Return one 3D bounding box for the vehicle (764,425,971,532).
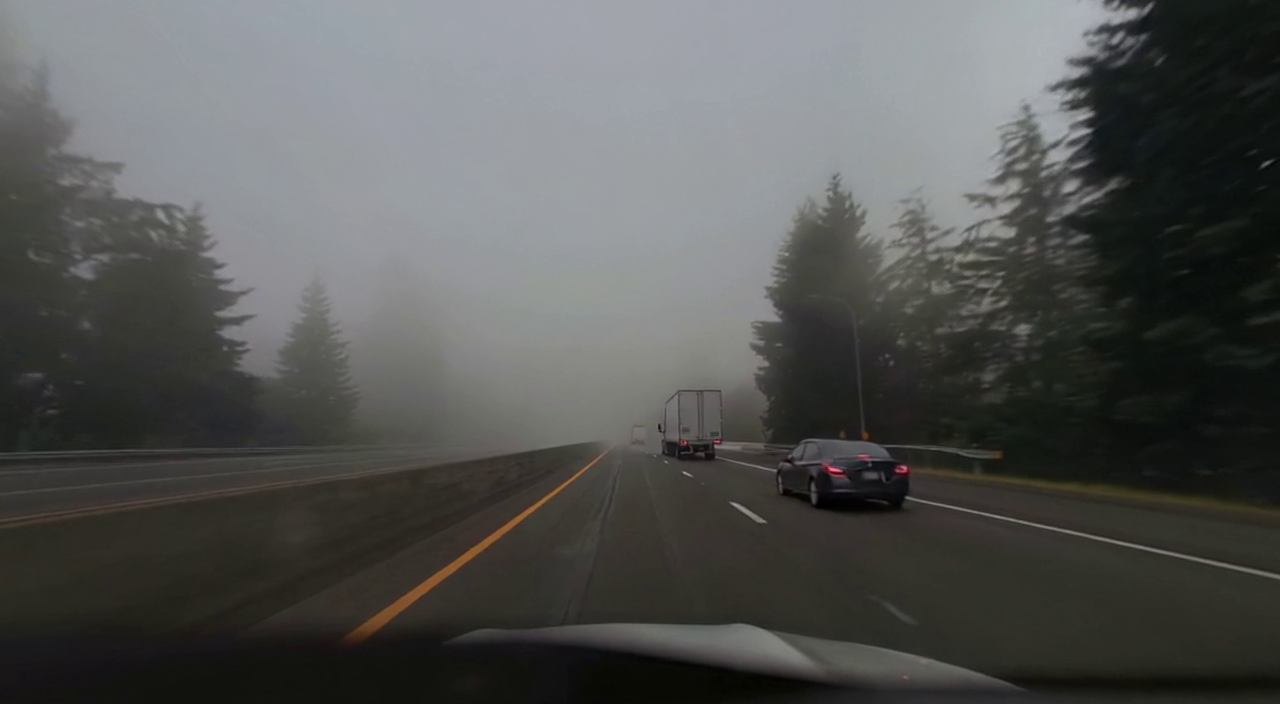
[{"bbox_3d":[3.570,2.030,10.787,1.984,1.482,3.833,0,-8,-2],"label":"vehicle"}]

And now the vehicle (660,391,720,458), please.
[{"bbox_3d":[3.199,5.108,43.569,2.911,3.994,10.840,0,-8,-2],"label":"vehicle"}]
